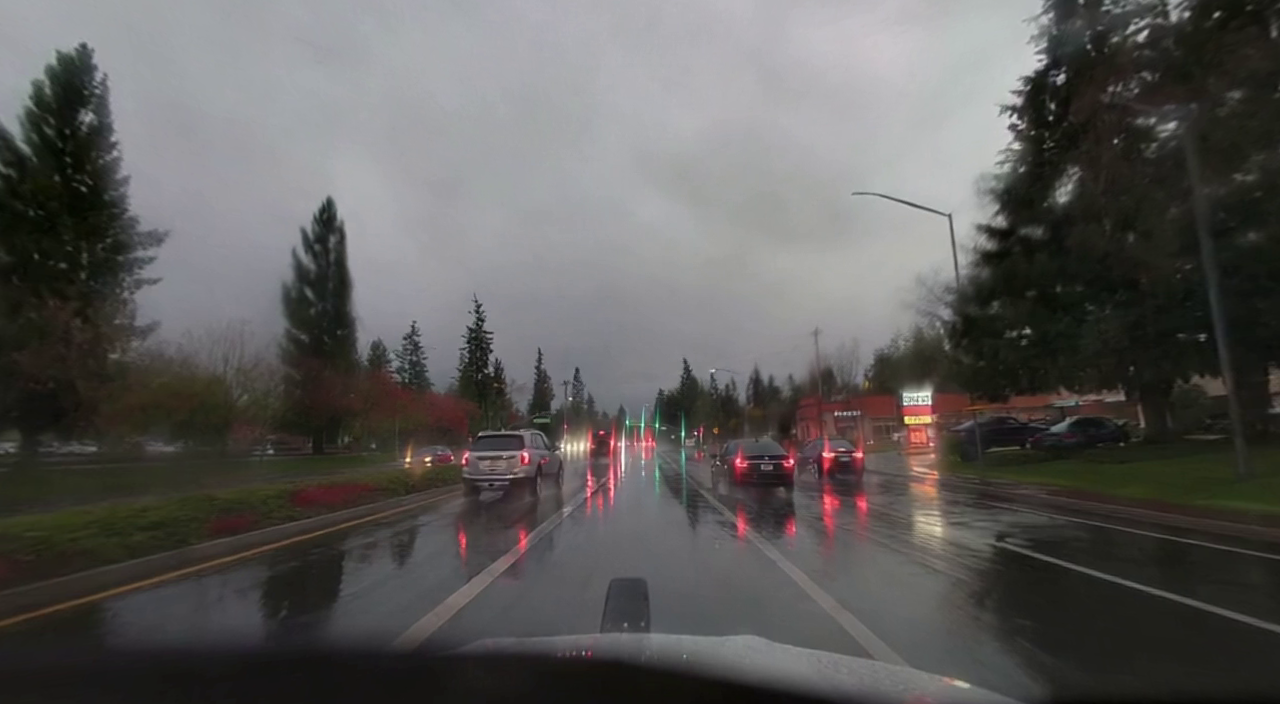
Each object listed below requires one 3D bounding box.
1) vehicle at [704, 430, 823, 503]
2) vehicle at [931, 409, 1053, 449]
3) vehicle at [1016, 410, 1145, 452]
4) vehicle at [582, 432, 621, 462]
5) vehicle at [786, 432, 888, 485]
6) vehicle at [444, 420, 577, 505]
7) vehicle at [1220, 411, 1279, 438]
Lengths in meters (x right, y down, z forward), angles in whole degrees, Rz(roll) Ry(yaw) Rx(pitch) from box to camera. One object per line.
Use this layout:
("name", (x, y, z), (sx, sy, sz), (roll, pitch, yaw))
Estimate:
("vehicle", (2.813, 2.721, 15.417), (2.004, 1.512, 4.206), (0, -9, 0))
("vehicle", (16.815, 3.723, 30.141), (4.953, 1.804, 2.337), (3, -9, -21))
("vehicle", (17.096, 3.111, 24.434), (4.698, 1.495, 2.125), (4, -10, -29))
("vehicle", (-2.409, 6.105, 40.550), (2.117, 1.799, 4.442), (0, -9, 1))
("vehicle", (6.378, 3.503, 21.028), (1.881, 1.540, 4.750), (0, -9, 0))
("vehicle", (-2.869, 2.592, 15.117), (2.141, 1.719, 4.379), (0, -9, 2))
("vehicle", (38.329, 4.273, 37.789), (2.059, 1.432, 4.610), (1, -10, -25))
